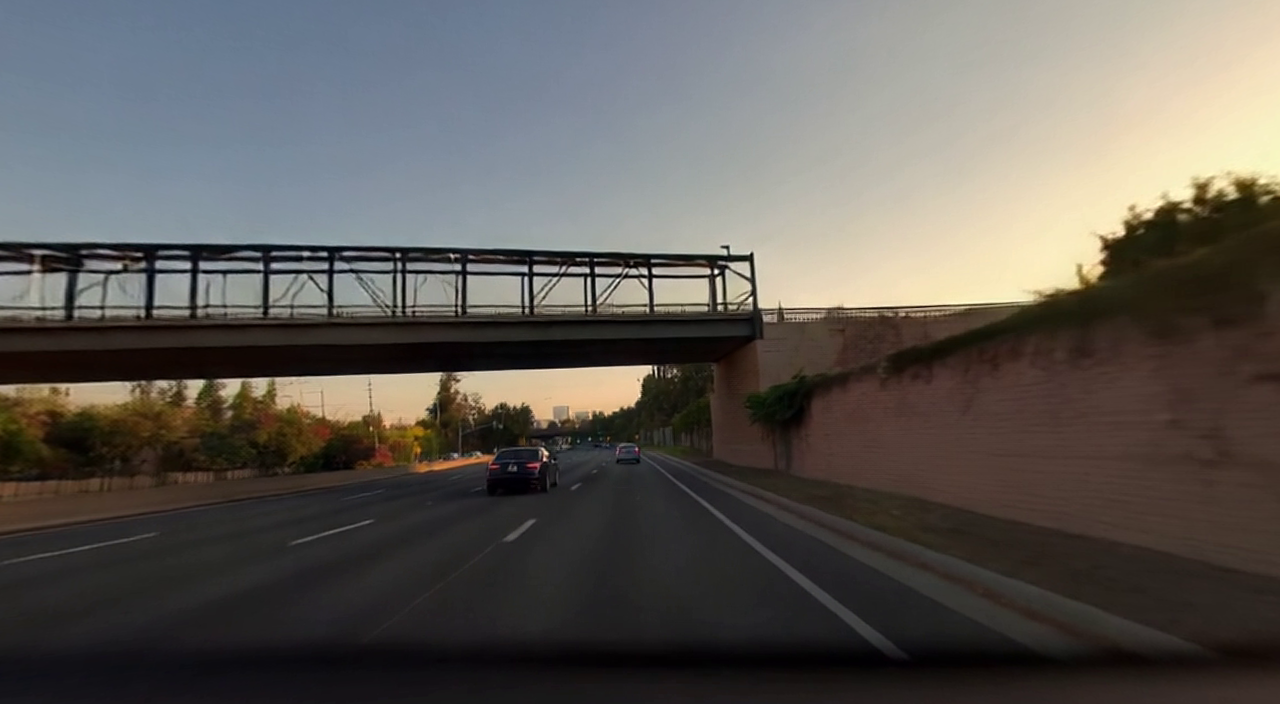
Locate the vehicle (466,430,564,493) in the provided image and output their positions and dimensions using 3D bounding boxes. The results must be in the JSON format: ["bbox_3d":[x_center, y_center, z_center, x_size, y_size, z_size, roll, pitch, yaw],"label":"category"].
[{"bbox_3d":[-3.837,3.463,20.382,2.223,1.771,4.581,-1,-8,0],"label":"vehicle"}]

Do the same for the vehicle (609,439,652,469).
[{"bbox_3d":[-0.566,5.628,35.112,2.205,1.509,4.272,0,-8,-2],"label":"vehicle"}]
